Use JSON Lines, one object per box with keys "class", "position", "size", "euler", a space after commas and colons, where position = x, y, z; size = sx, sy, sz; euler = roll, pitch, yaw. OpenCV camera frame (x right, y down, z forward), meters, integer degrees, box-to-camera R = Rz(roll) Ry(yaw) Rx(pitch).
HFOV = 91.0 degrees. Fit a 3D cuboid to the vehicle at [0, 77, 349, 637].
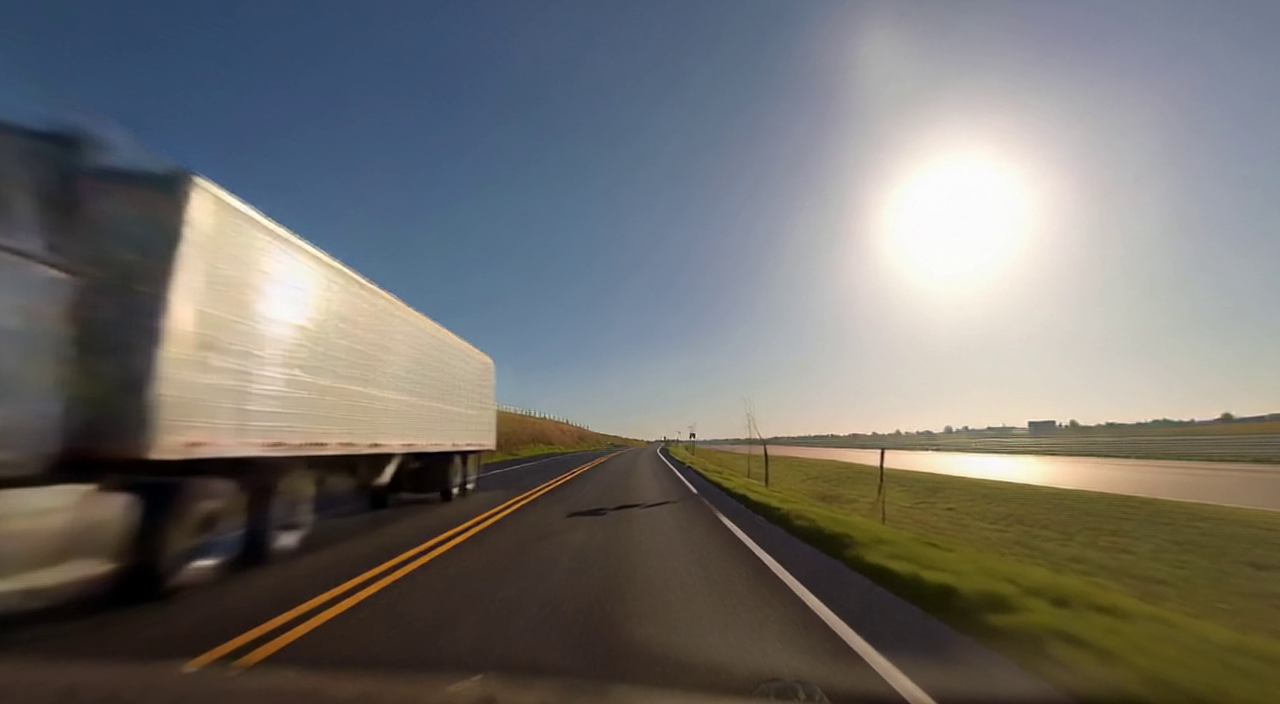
{"class": "vehicle", "position": [-6.280, 0.379, 6.795], "size": [3.460, 3.937, 5.736], "euler": [-1, -8, 0]}
